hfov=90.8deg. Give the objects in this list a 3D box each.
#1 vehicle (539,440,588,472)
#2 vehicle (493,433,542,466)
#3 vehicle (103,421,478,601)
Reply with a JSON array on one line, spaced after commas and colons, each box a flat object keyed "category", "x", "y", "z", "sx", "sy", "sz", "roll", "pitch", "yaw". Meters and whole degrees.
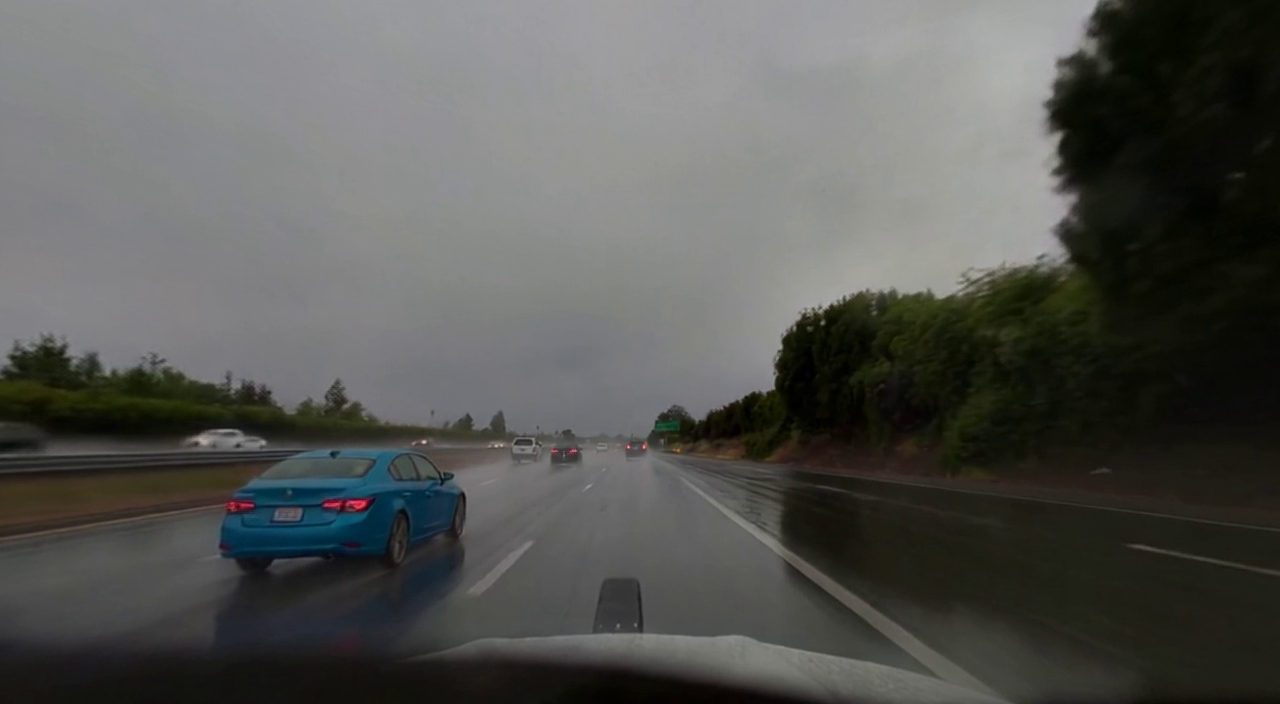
[{"category": "vehicle", "x": -3.845, "y": 5.299, "z": 32.441, "sx": 2.068, "sy": 1.501, "sz": 4.395, "roll": 0, "pitch": -8, "yaw": -1}, {"category": "vehicle", "x": -7.835, "y": 6.285, "z": 40.837, "sx": 2.171, "sy": 1.982, "sz": 5.246, "roll": 0, "pitch": -8, "yaw": -1}, {"category": "vehicle", "x": -3.536, "y": 1.675, "z": 7.628, "sx": 2.025, "sy": 1.506, "sz": 4.429, "roll": 0, "pitch": -8, "yaw": -1}]
